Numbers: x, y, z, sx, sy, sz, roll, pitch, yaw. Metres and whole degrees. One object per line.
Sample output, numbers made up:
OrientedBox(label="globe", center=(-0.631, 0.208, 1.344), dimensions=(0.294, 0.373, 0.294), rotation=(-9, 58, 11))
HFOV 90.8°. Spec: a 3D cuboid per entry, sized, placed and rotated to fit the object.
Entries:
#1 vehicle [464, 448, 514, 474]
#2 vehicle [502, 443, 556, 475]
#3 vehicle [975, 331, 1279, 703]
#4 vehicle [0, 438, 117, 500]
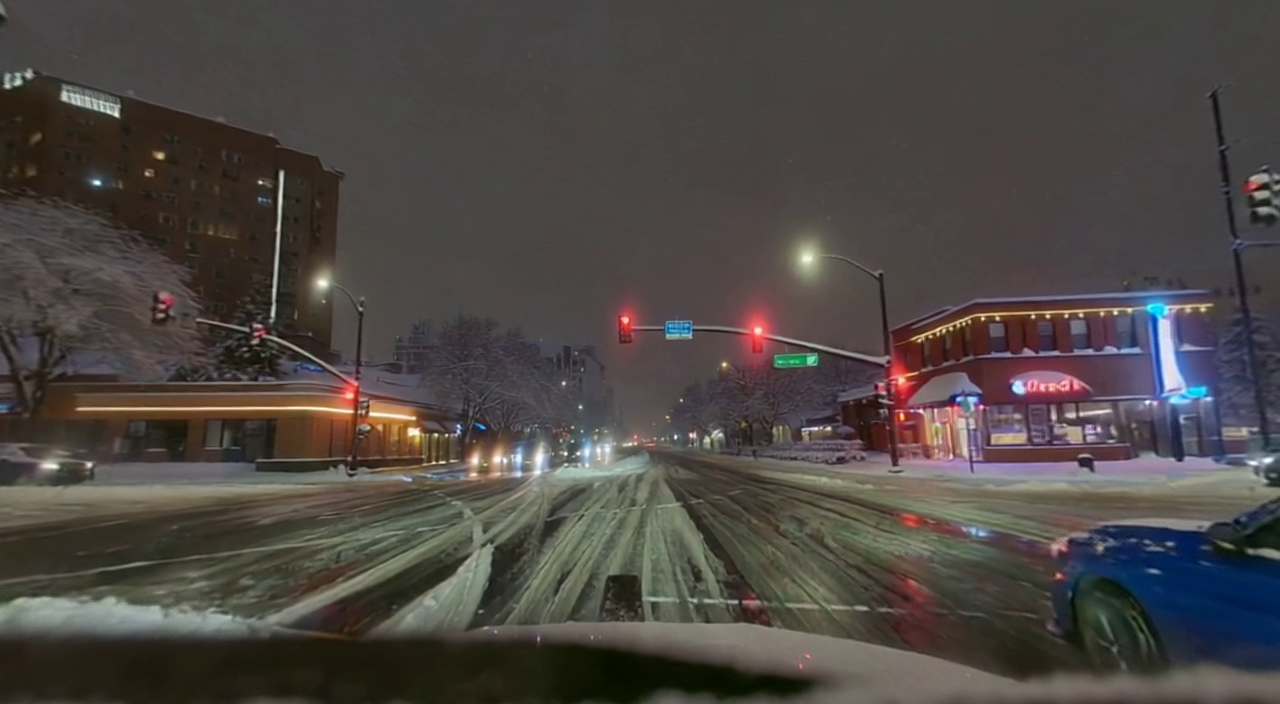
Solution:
OrientedBox(label="vehicle", center=(-9.433, 6.819, 39.811), dimensions=(2.106, 1.505, 4.228), rotation=(0, -8, 0))
OrientedBox(label="vehicle", center=(-6.412, 6.239, 37.034), dimensions=(2.181, 1.703, 4.512), rotation=(-1, -8, 2))
OrientedBox(label="vehicle", center=(3.335, 0.760, 2.176), dimensions=(2.049, 1.691, 4.447), rotation=(-1, -8, 2))
OrientedBox(label="vehicle", center=(-20.907, 3.876, 21.171), dimensions=(5.161, 1.910, 2.275), rotation=(-2, -9, 11))
